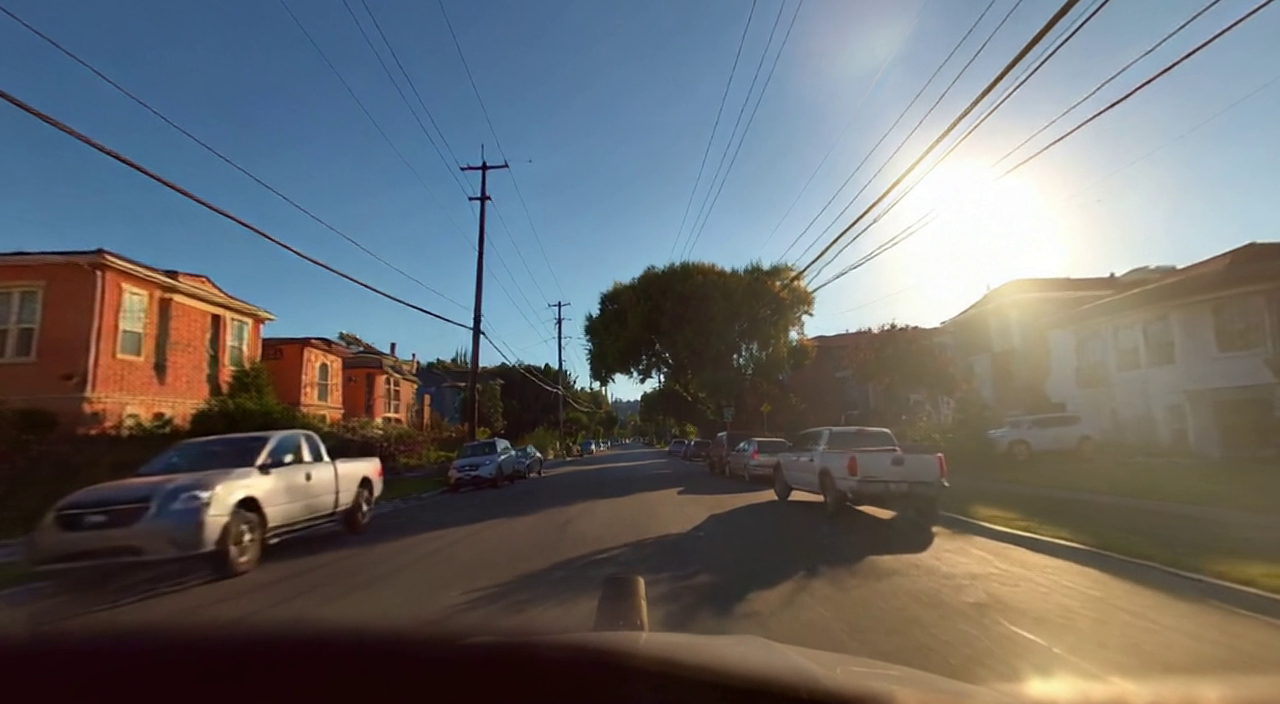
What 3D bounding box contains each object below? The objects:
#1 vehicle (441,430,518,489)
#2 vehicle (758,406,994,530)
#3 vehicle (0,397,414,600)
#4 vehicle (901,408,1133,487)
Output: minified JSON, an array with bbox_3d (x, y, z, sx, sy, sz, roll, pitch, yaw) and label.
[{"bbox_3d":[-5.789,3.883,23.312,2.046,1.825,4.627,-2,-7,-6],"label":"vehicle"},{"bbox_3d":[4.092,2.156,12.381,2.279,1.848,5.577,0,-8,-2],"label":"vehicle"},{"bbox_3d":[-5.444,1.848,9.246,2.285,1.895,5.883,-3,-8,-1],"label":"vehicle"},{"bbox_3d":[10.677,2.704,18.187,5.376,1.914,1.988,-2,-7,-3],"label":"vehicle"}]
